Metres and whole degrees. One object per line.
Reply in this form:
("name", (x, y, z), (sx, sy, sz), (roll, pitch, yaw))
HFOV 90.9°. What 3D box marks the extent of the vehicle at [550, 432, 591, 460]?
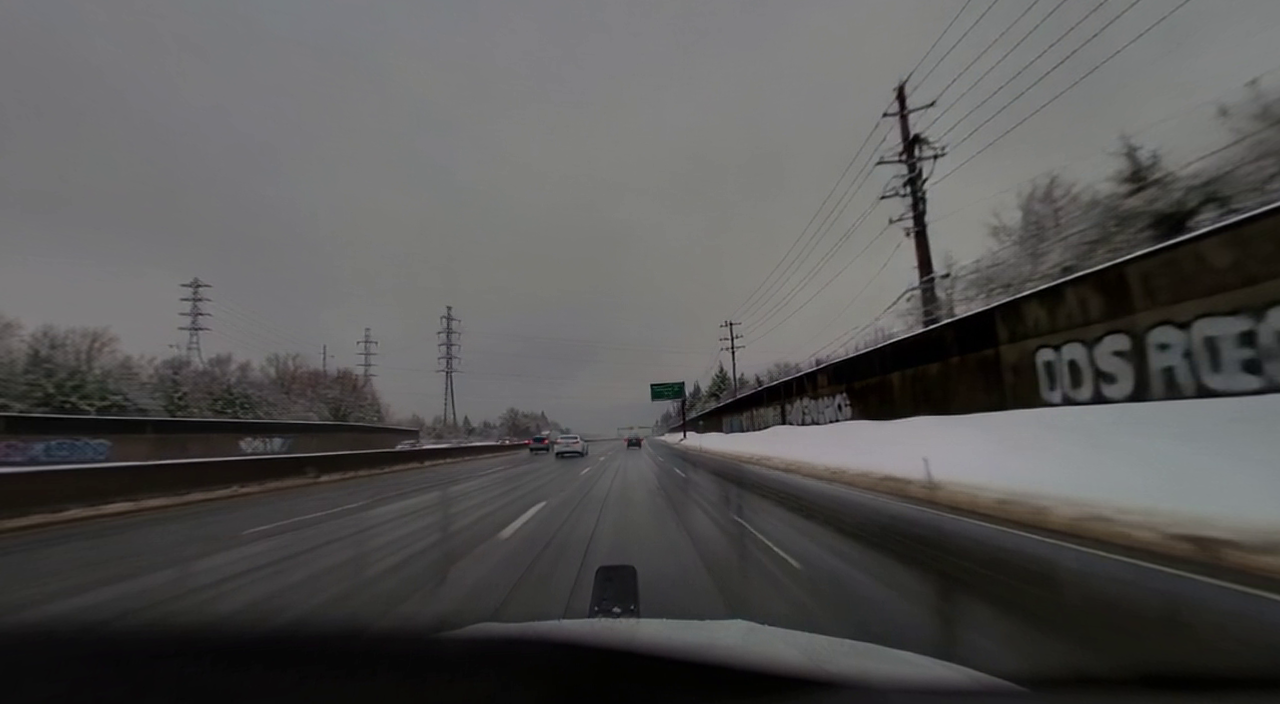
("vehicle", (-4.325, 5.872, 39.700), (2.118, 1.640, 4.031), (0, -8, -1))
